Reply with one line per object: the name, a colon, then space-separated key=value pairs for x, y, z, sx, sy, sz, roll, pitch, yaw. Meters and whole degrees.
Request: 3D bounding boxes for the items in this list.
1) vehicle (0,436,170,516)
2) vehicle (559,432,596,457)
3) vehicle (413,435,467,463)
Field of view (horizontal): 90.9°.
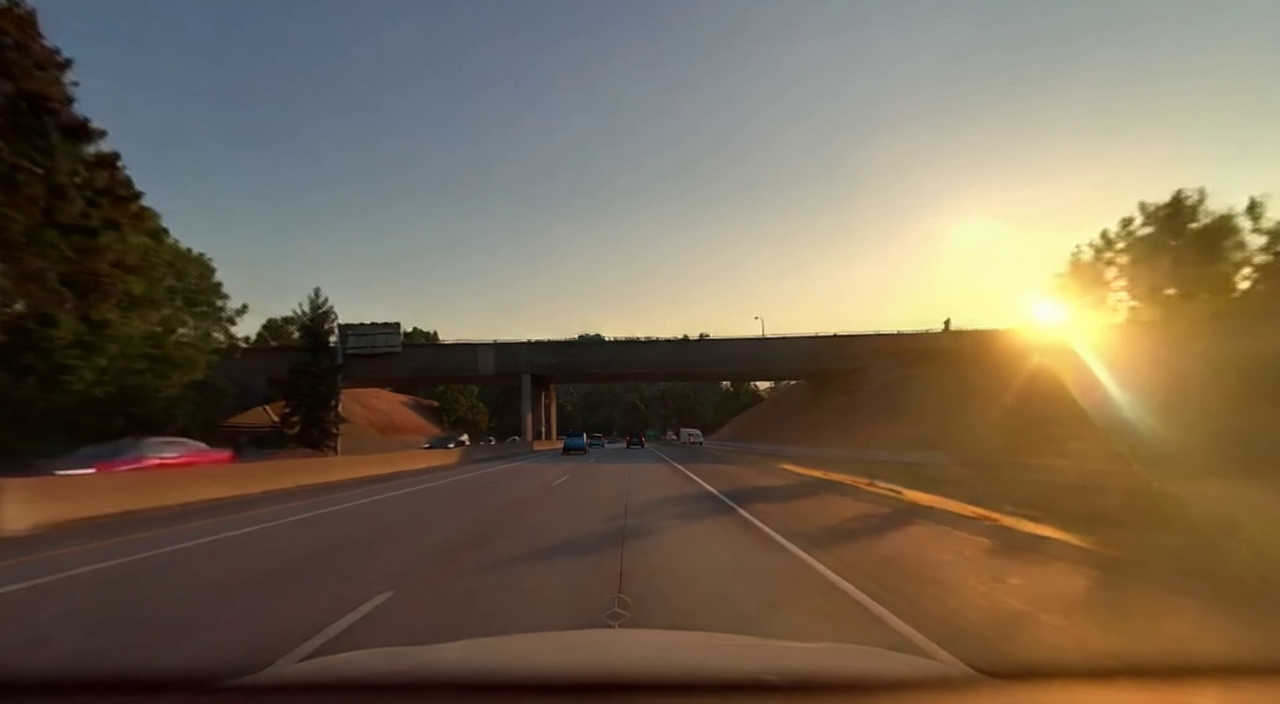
vehicle: x=-12.416 y=2.545 z=13.470 sx=1.725 sy=1.446 sz=3.914 roll=0 pitch=-8 yaw=-1
vehicle: x=-4.266 y=6.398 z=43.673 sx=2.169 sy=1.588 sz=4.264 roll=0 pitch=-8 yaw=0
vehicle: x=-12.901 y=6.291 z=40.927 sx=1.877 sy=1.696 sz=5.004 roll=0 pitch=-8 yaw=0
